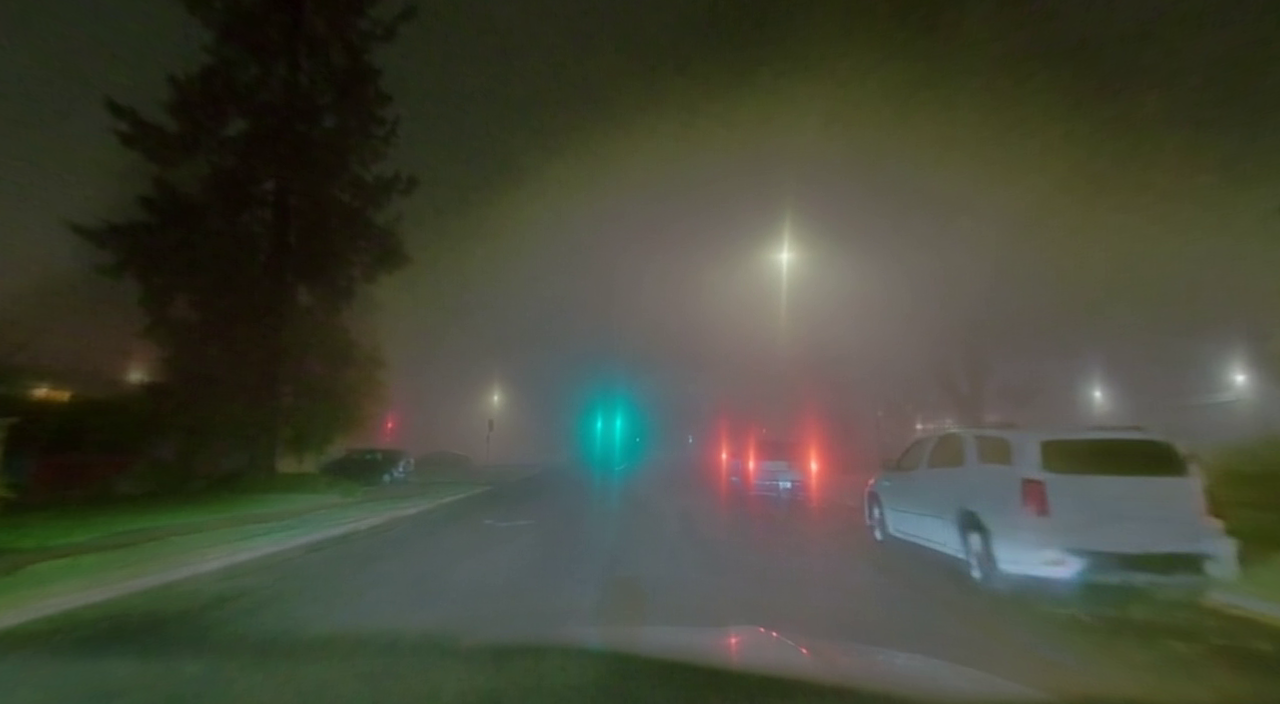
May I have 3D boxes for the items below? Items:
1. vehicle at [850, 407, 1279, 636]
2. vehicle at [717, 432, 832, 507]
[{"bbox_3d":[4.109,1.529,6.828,2.043,1.585,4.687,0,-8,0],"label":"vehicle"},{"bbox_3d":[3.183,2.887,15.980,2.037,1.595,4.536,0,-8,2],"label":"vehicle"}]
